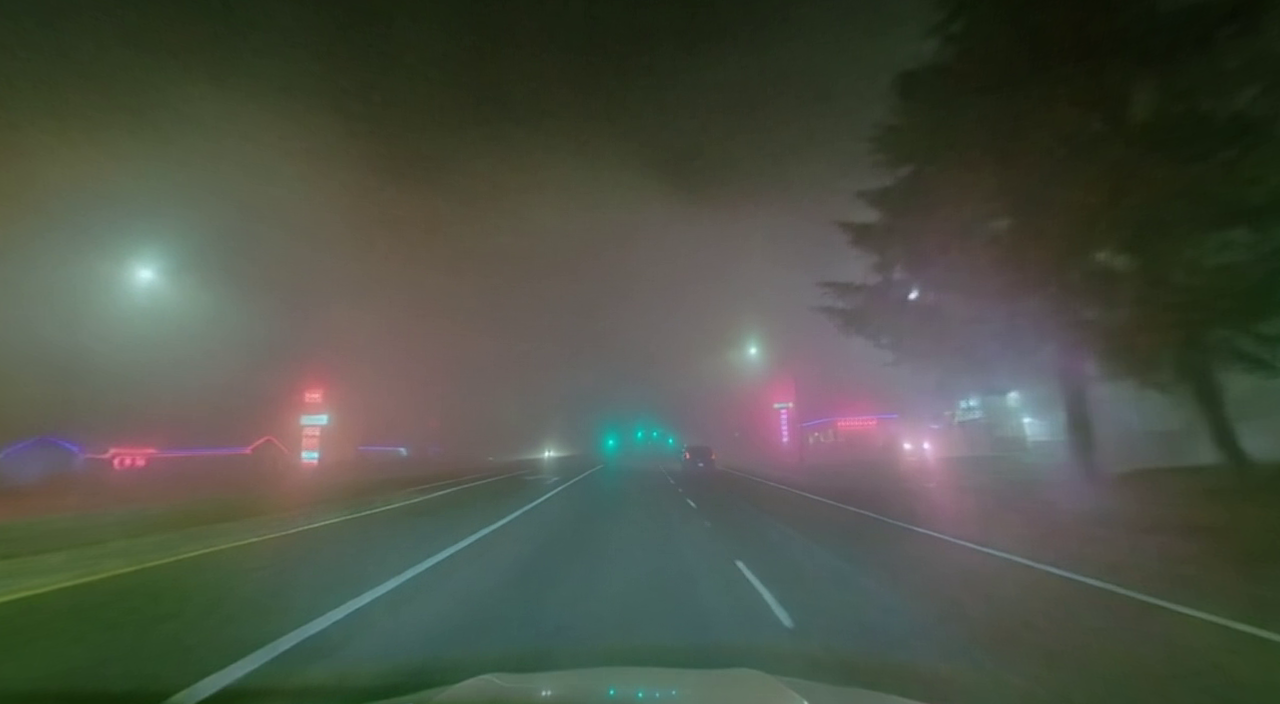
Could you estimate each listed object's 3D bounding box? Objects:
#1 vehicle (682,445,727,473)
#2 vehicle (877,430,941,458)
[{"bbox_3d":[3.426,5.742,34.168,1.929,1.411,4.284,0,-8,-1],"label":"vehicle"},{"bbox_3d":[19.912,6.813,47.139,2.247,1.917,5.791,1,-8,0],"label":"vehicle"}]
